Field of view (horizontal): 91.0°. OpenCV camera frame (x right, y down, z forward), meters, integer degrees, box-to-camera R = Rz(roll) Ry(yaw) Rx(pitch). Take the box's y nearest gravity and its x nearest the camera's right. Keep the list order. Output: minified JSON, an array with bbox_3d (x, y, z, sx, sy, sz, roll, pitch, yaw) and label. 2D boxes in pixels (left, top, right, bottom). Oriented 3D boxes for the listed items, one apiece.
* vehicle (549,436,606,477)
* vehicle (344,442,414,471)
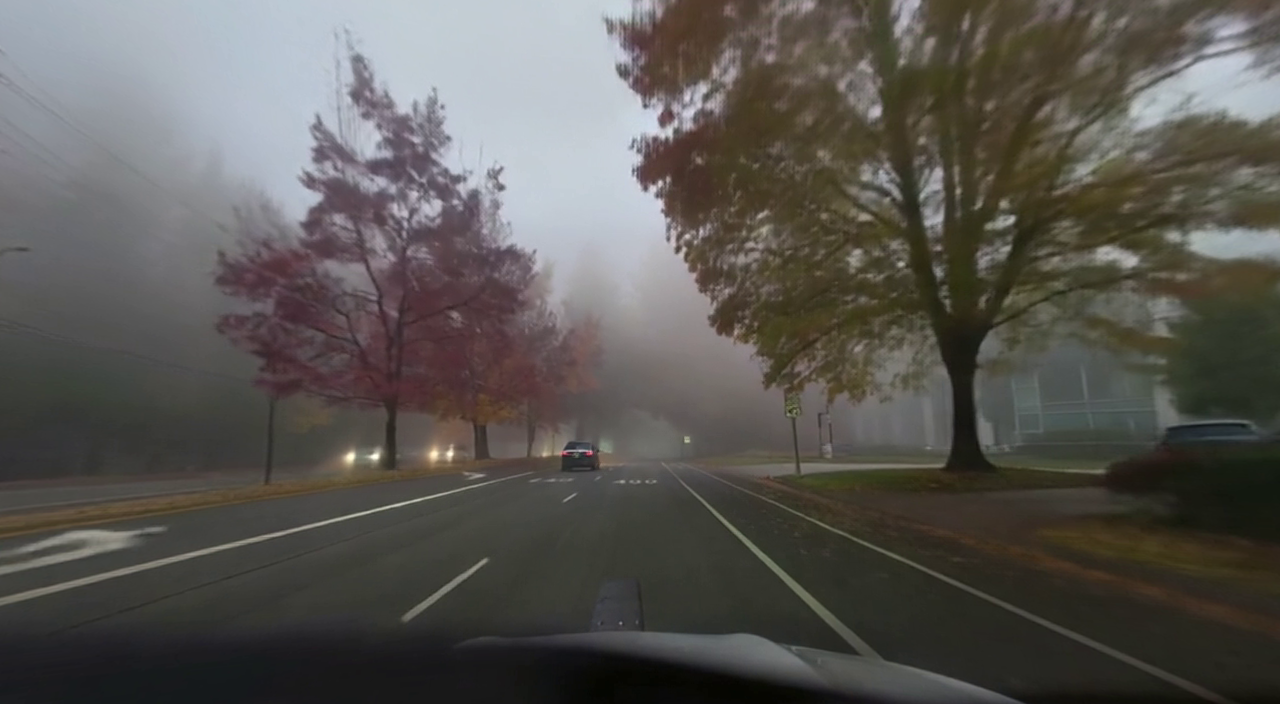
[{"bbox_3d":[-2.913,5.046,30.563,2.112,1.779,4.489,0,-9,3],"label":"vehicle"},{"bbox_3d":[-14.554,5.866,35.412,1.893,1.491,4.711,0,-9,0],"label":"vehicle"}]
